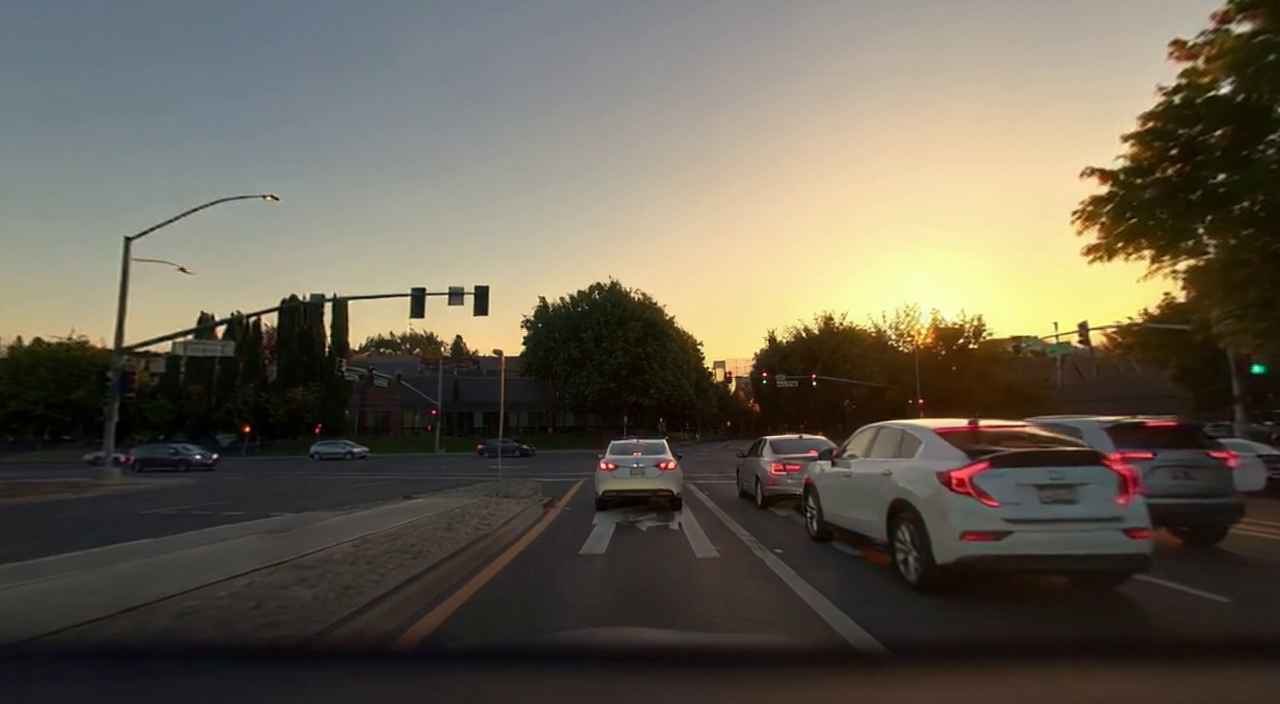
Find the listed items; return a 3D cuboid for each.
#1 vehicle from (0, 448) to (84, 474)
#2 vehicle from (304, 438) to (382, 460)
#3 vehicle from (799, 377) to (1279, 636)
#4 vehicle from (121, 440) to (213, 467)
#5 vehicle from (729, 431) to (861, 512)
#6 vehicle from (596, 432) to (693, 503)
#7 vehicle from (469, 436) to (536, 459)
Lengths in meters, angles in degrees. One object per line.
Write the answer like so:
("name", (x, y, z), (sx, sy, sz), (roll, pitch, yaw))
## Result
("vehicle", (-36.450, 6.524, 37.906), (4.630, 1.441, 1.923), (-1, -9, 8))
("vehicle", (-21.335, 7.005, 45.500), (4.670, 1.542, 1.861), (-1, -9, 6))
("vehicle", (3.439, 1.438, 6.938), (2.111, 1.780, 4.990), (0, -9, 0))
("vehicle", (-30.126, 6.473, 40.292), (4.517, 1.637, 1.935), (-1, -9, 8))
("vehicle", (3.180, 2.554, 13.968), (1.861, 1.479, 4.371), (0, -9, 1))
("vehicle", (0.129, 2.734, 15.340), (2.026, 1.458, 4.175), (0, -9, 1))
("vehicle", (-9.144, 6.379, 42.210), (4.076, 1.498, 2.175), (1, -9, -4))
